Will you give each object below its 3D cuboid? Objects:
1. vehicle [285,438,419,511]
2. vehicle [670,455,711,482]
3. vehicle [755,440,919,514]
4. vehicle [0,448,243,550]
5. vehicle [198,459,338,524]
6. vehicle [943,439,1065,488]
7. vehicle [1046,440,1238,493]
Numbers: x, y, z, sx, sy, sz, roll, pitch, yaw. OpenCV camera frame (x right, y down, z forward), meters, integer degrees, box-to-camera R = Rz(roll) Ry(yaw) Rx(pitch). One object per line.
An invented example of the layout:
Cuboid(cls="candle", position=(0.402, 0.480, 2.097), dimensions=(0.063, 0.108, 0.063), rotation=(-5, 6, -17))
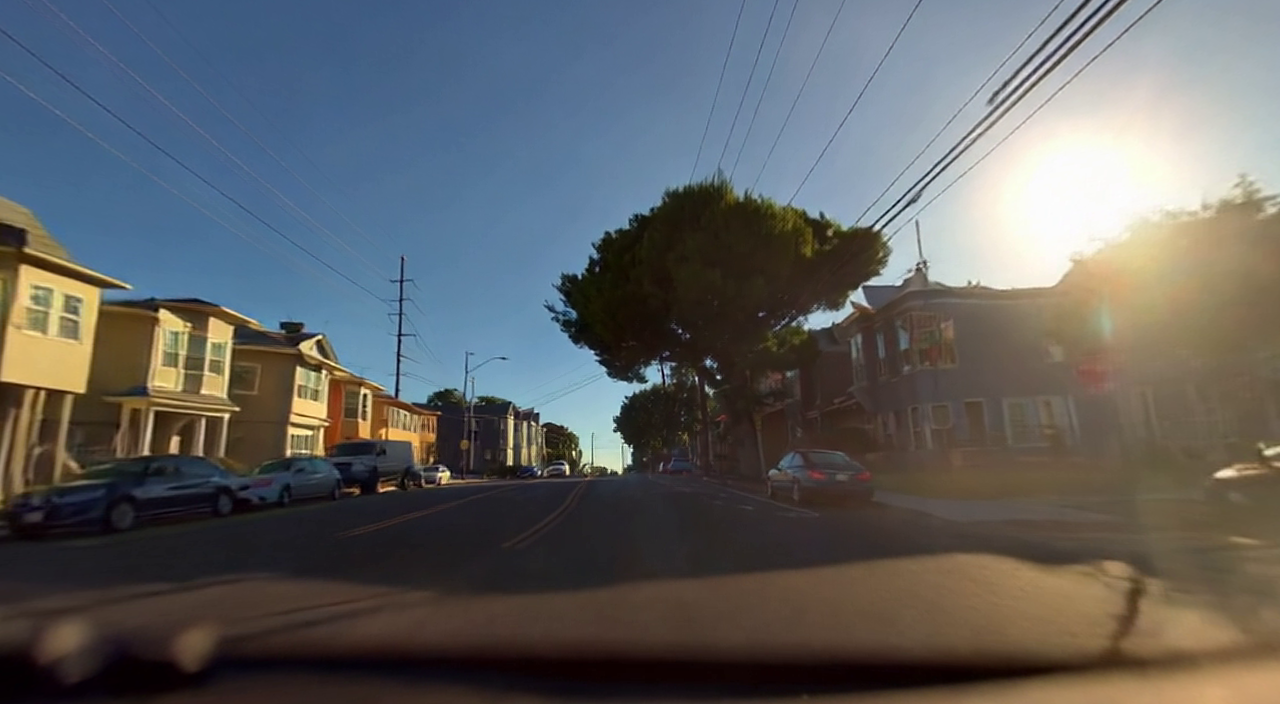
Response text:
Cuboid(cls="vehicle", position=(-11.029, 4.682, 24.912), dimensions=(2.687, 2.491, 5.936), rotation=(0, -8, -3))
Cuboid(cls="vehicle", position=(3.193, 7.486, 40.756), dimensions=(1.917, 1.434, 4.733), rotation=(-3, -8, -4))
Cuboid(cls="vehicle", position=(4.508, 2.918, 15.419), dimensions=(2.059, 1.502, 4.824), rotation=(1, -8, -5))
Cuboid(cls="vehicle", position=(-10.464, 2.846, 13.068), dimensions=(1.900, 1.683, 4.486), rotation=(1, -8, -6))
Cuboid(cls="vehicle", position=(-10.845, 4.036, 18.855), dimensions=(1.826, 1.455, 4.475), rotation=(-3, -8, -5))
Cuboid(cls="vehicle", position=(13.073, 4.027, 22.944), dimensions=(3.545, 1.448, 2.041), rotation=(-5, -4, 24))
Cuboid(cls="vehicle", position=(14.812, 3.381, 18.961), dimensions=(4.153, 1.407, 1.707), rotation=(-4, -9, 27))
